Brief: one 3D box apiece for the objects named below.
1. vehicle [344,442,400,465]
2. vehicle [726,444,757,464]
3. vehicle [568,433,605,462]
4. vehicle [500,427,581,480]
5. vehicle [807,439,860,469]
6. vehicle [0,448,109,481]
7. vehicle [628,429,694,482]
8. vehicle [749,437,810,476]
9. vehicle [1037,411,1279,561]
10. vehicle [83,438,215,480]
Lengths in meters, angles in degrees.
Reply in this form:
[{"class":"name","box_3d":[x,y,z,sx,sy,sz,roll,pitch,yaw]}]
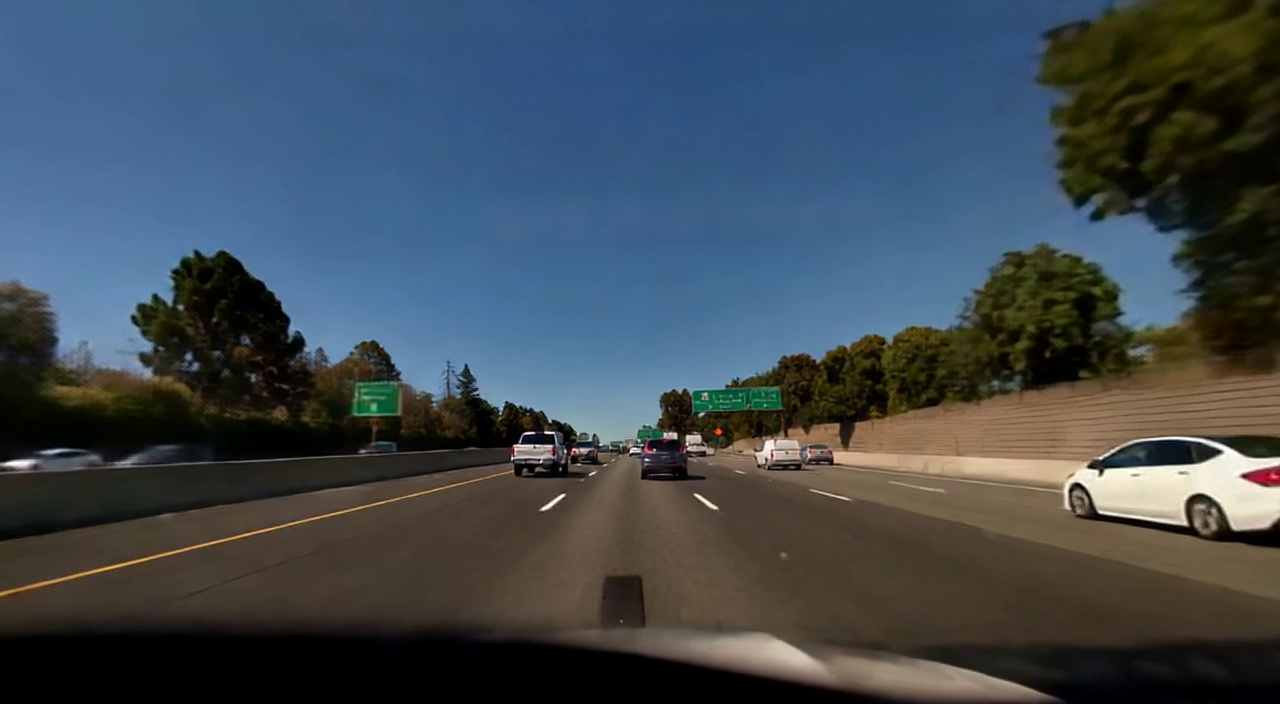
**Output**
[{"class":"vehicle","box_3d":[-20.893,7.922,49.323,2.104,1.702,4.818,0,-9,2]},{"class":"vehicle","box_3d":[7.923,8.001,49.451,1.815,1.479,3.892,0,-9,0]},{"class":"vehicle","box_3d":[-4.077,7.473,49.163,2.317,2.049,5.746,0,-9,1]},{"class":"vehicle","box_3d":[-3.656,3.871,24.128,2.199,1.777,4.790,0,-9,2]},{"class":"vehicle","box_3d":[12.189,6.431,39.946,2.010,1.765,4.375,0,-9,0]},{"class":"vehicle","box_3d":[-29.436,5.575,31.467,1.844,1.492,4.509,0,-9,0]},{"class":"vehicle","box_3d":[0.759,3.773,23.090,2.181,1.728,3.970,0,-9,2]},{"class":"vehicle","box_3d":[6.584,4.983,30.176,2.022,1.682,4.226,0,-9,2]},{"class":"vehicle","box_3d":[7.712,1.711,8.603,1.989,1.569,3.964,0,-9,0]},{"class":"vehicle","box_3d":[-21.345,4.658,27.681,1.998,1.691,4.552,0,-9,2]}]
